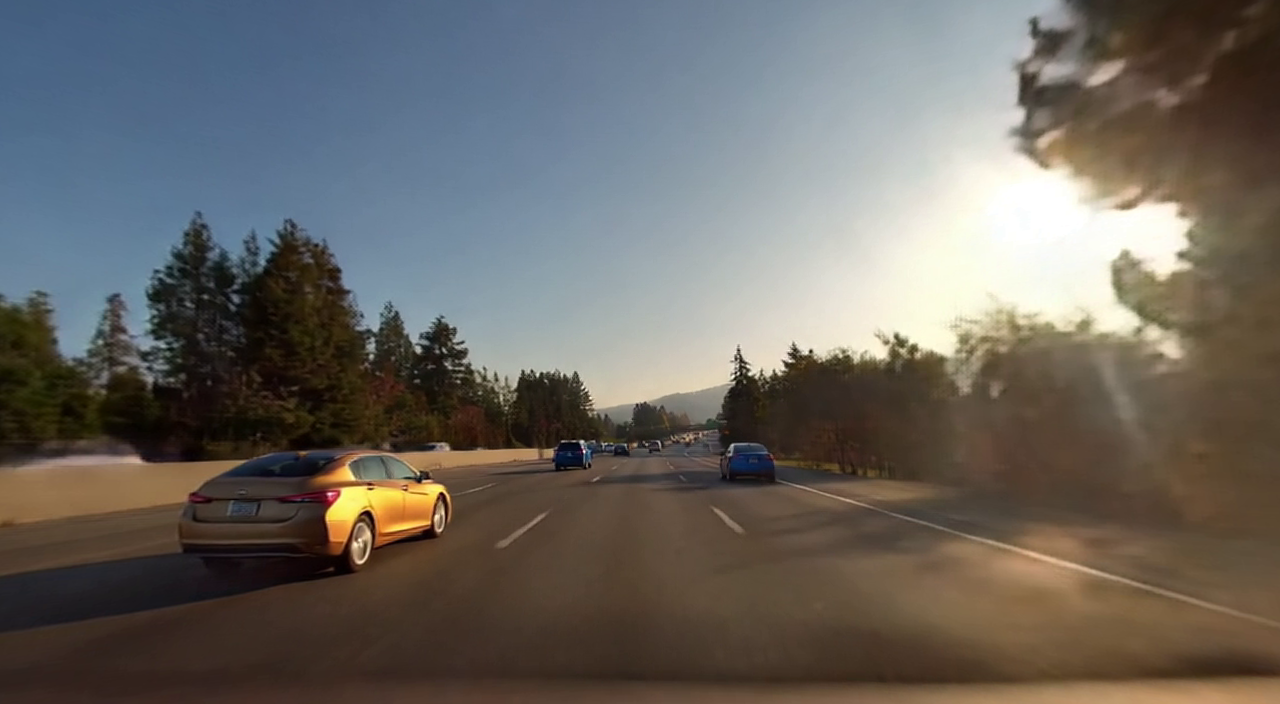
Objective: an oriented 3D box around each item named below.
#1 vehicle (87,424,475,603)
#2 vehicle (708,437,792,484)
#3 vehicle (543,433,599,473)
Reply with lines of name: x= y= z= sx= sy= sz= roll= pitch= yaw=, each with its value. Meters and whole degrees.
vehicle: x=-3.604 y=1.681 z=7.565 sx=1.948 sy=1.475 sz=4.461 roll=0 pitch=-8 yaw=1
vehicle: x=3.746 y=3.800 z=22.335 sx=2.100 sy=1.472 sz=4.533 roll=0 pitch=-8 yaw=0
vehicle: x=-3.313 y=4.962 z=31.184 sx=2.122 sy=1.847 sz=4.696 roll=0 pitch=-8 yaw=2
